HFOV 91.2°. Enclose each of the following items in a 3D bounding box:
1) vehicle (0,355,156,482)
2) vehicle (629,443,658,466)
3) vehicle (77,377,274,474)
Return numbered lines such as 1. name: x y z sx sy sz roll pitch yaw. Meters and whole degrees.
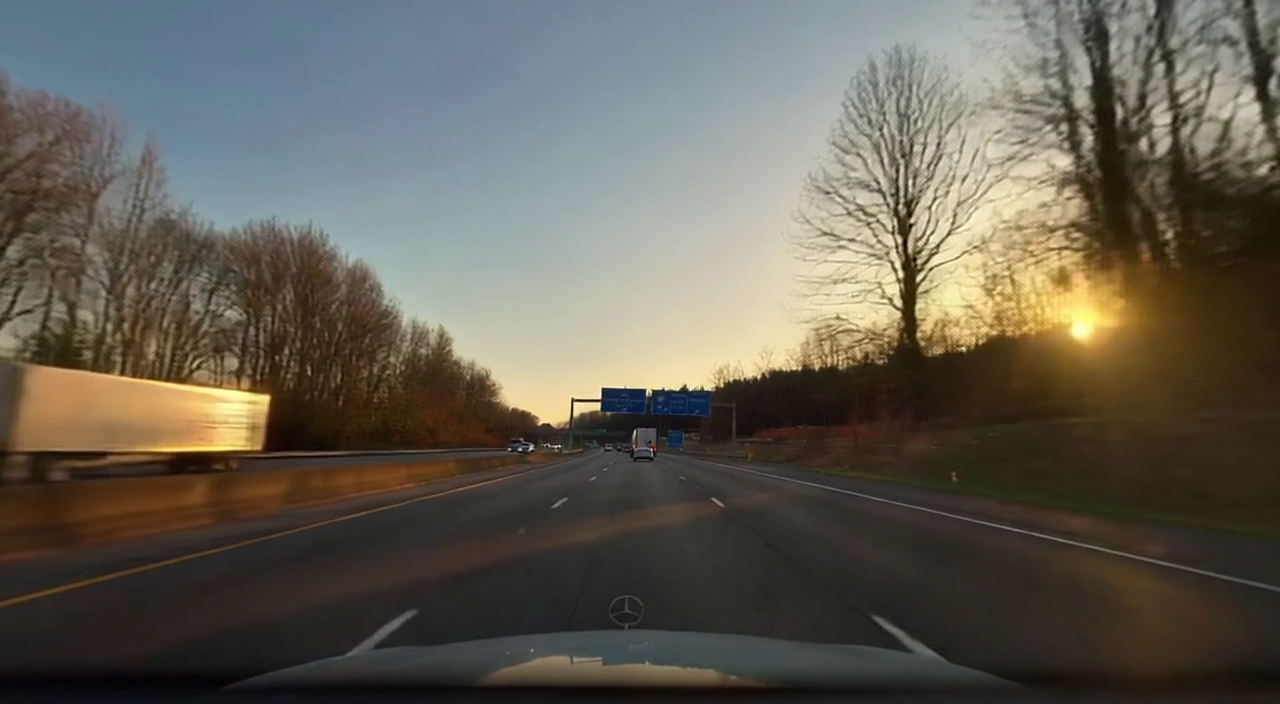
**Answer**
1. vehicle: -21.952 2.304 21.196 2.993 4.028 10.213 0 -8 0
2. vehicle: 0.215 6.919 42.440 1.859 1.478 3.799 0 -8 0
3. vehicle: -21.955 3.705 30.595 3.024 4.048 8.451 0 -8 0
